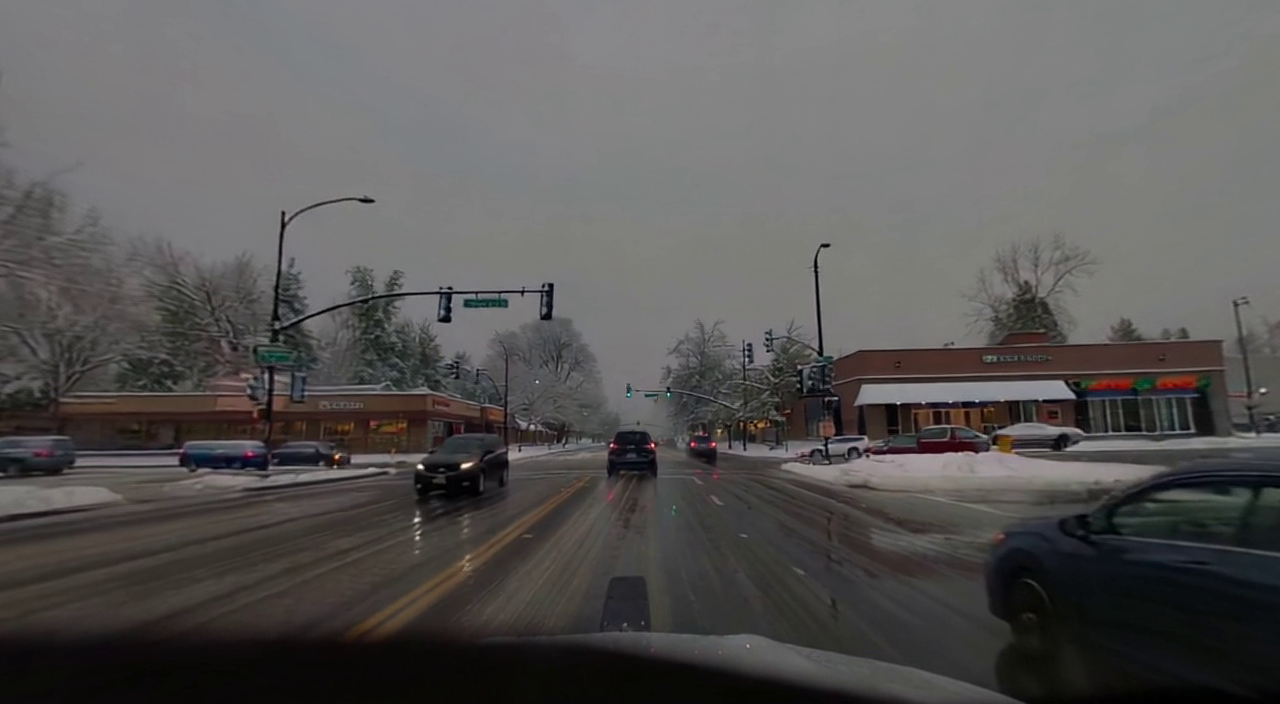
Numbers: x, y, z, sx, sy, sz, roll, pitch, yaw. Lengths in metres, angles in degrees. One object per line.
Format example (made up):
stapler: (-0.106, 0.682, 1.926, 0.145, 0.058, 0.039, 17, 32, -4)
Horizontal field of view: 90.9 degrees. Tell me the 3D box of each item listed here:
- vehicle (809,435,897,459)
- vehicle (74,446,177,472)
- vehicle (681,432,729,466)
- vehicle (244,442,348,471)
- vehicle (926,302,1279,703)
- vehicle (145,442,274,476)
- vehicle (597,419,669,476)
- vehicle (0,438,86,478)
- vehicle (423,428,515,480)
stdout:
vehicle: (14.251, 6.381, 42.391, 5.218, 1.558, 1.963, 0, -8, -1)
vehicle: (-30.931, 6.423, 37.986, 4.466, 1.527, 2.028, 0, -8, 2)
vehicle: (3.681, 5.607, 36.600, 2.276, 1.787, 4.630, 0, -8, -1)
vehicle: (-18.778, 5.720, 34.552, 4.561, 1.531, 1.990, 0, -8, 1)
vehicle: (3.392, 0.755, 2.301, 2.335, 1.812, 5.041, 0, -8, 0)
vehicle: (-21.128, 5.259, 31.079, 4.839, 1.604, 2.058, -1, -8, 2)
vehicle: (-0.249, 3.928, 25.991, 2.638, 2.065, 5.313, 0, -8, 0)
vehicle: (-31.597, 5.225, 31.243, 5.964, 1.893, 2.363, 0, -8, 1)
vehicle: (-6.721, 4.072, 25.383, 2.335, 1.909, 4.593, 0, -8, 1)
